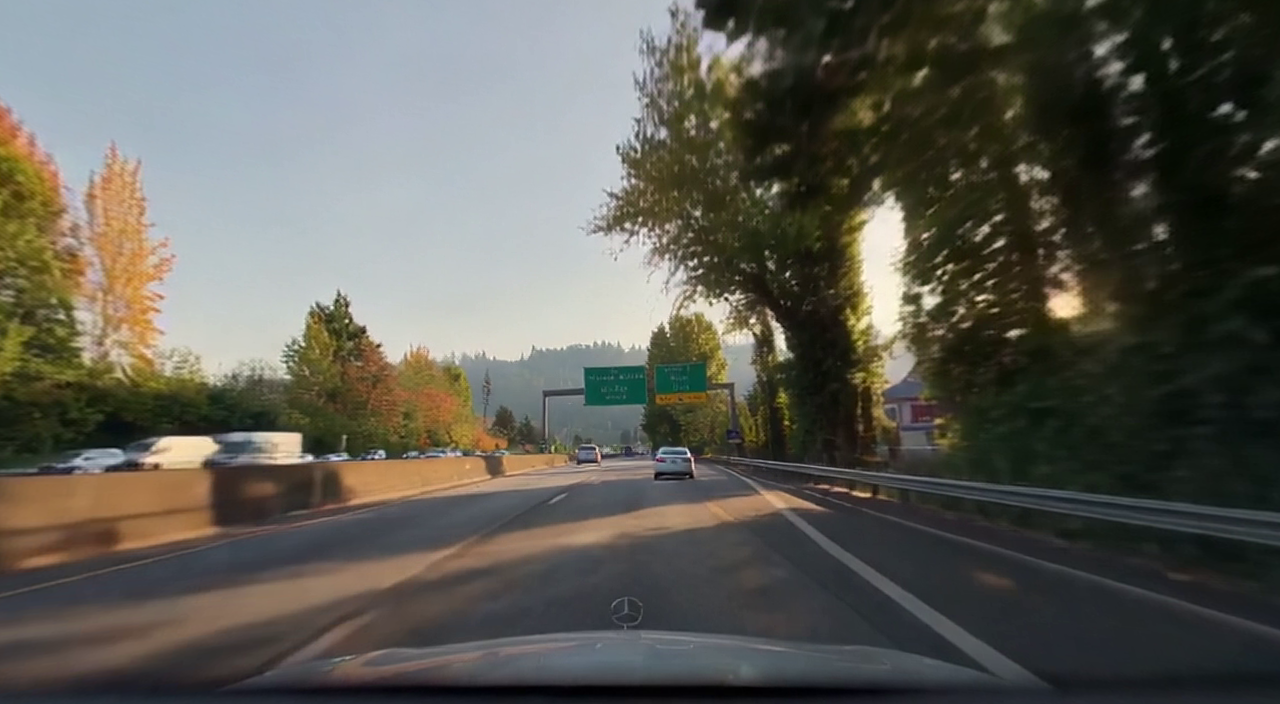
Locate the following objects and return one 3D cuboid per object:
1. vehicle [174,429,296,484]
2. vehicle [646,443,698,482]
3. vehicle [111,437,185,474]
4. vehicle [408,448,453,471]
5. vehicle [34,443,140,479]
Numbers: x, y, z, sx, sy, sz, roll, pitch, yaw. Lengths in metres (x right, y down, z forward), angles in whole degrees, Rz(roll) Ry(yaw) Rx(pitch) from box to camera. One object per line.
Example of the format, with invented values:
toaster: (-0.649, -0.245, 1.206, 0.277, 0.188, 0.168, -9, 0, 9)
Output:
vehicle: (-20.887, 5.439, 32.934, 2.343, 2.581, 5.934, -1, -9, 0)
vehicle: (1.262, 4.527, 26.014, 1.960, 1.456, 3.818, -1, -9, 1)
vehicle: (-34.060, 7.178, 43.756, 2.055, 2.409, 3.763, 0, -9, -3)
vehicle: (-16.103, 8.309, 48.685, 1.949, 1.656, 4.285, -1, -9, 1)
vehicle: (-33.606, 6.617, 38.524, 2.119, 2.041, 4.992, 0, -9, -4)
